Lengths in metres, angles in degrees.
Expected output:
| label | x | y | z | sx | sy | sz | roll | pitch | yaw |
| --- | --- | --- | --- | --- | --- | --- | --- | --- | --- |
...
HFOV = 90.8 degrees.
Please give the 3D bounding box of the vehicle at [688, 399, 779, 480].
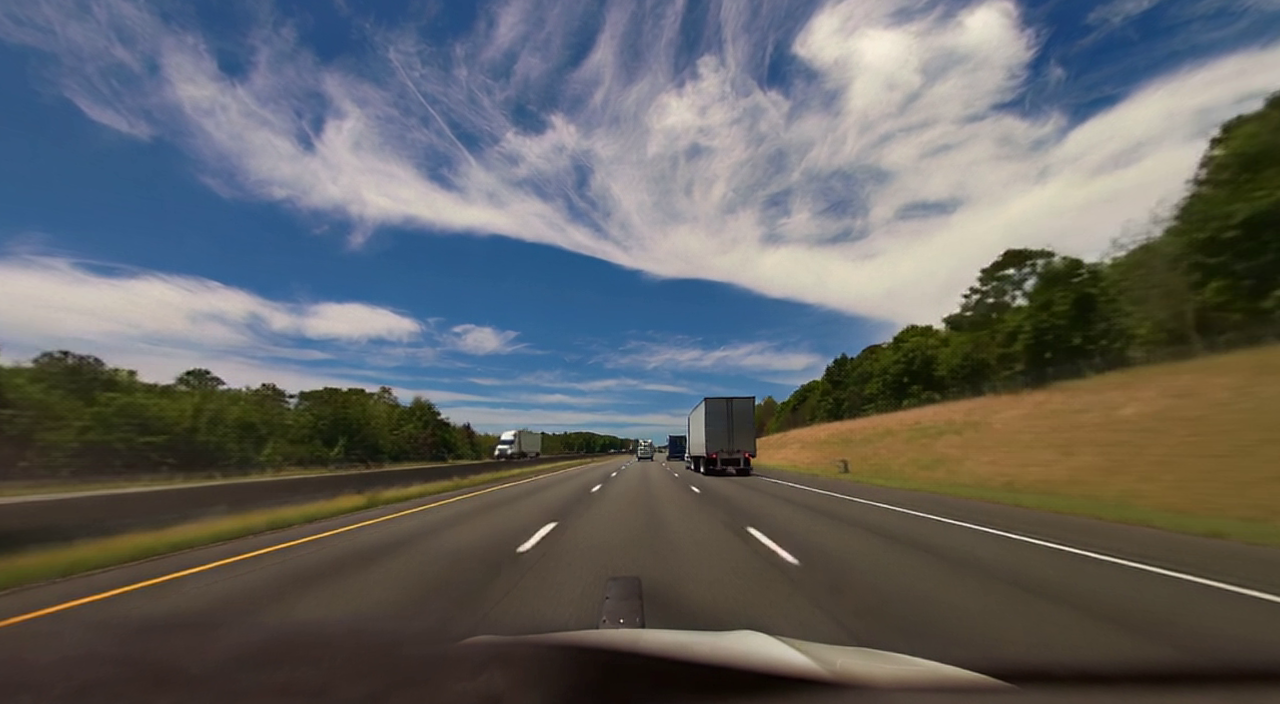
| label | x | y | z | sx | sy | sz | roll | pitch | yaw |
| --- | --- | --- | --- | --- | --- | --- | --- | --- | --- |
| vehicle | 4.269 | 4.344 | 31.043 | 2.960 | 3.381 | 8.914 | 0 | -9 | -1 |
